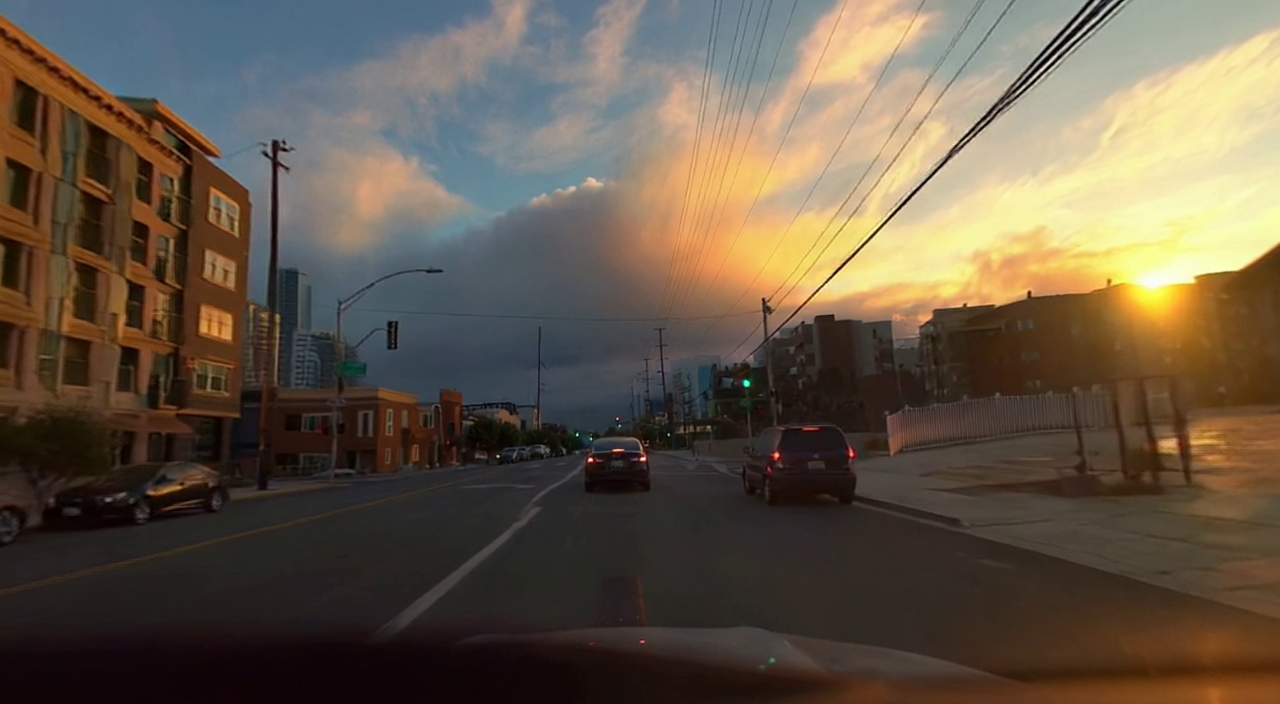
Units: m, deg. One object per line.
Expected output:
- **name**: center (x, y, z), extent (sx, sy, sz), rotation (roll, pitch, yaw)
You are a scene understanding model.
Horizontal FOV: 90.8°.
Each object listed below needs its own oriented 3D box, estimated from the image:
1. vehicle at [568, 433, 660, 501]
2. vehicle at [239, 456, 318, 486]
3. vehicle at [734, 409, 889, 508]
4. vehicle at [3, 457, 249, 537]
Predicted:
- **vehicle**: center (-0.573, 2.820, 15.913), extent (2.019, 1.453, 4.129), rotation (0, -8, 0)
- **vehicle**: center (-25.402, 8.382, 44.484), extent (4.337, 1.739, 1.981), rotation (-4, -11, -1)
- **vehicle**: center (3.777, 2.478, 15.110), extent (2.248, 1.945, 5.011), rotation (0, -8, 0)
- **vehicle**: center (-11.921, 3.337, 15.221), extent (1.910, 1.498, 4.662), rotation (-1, -8, 2)
